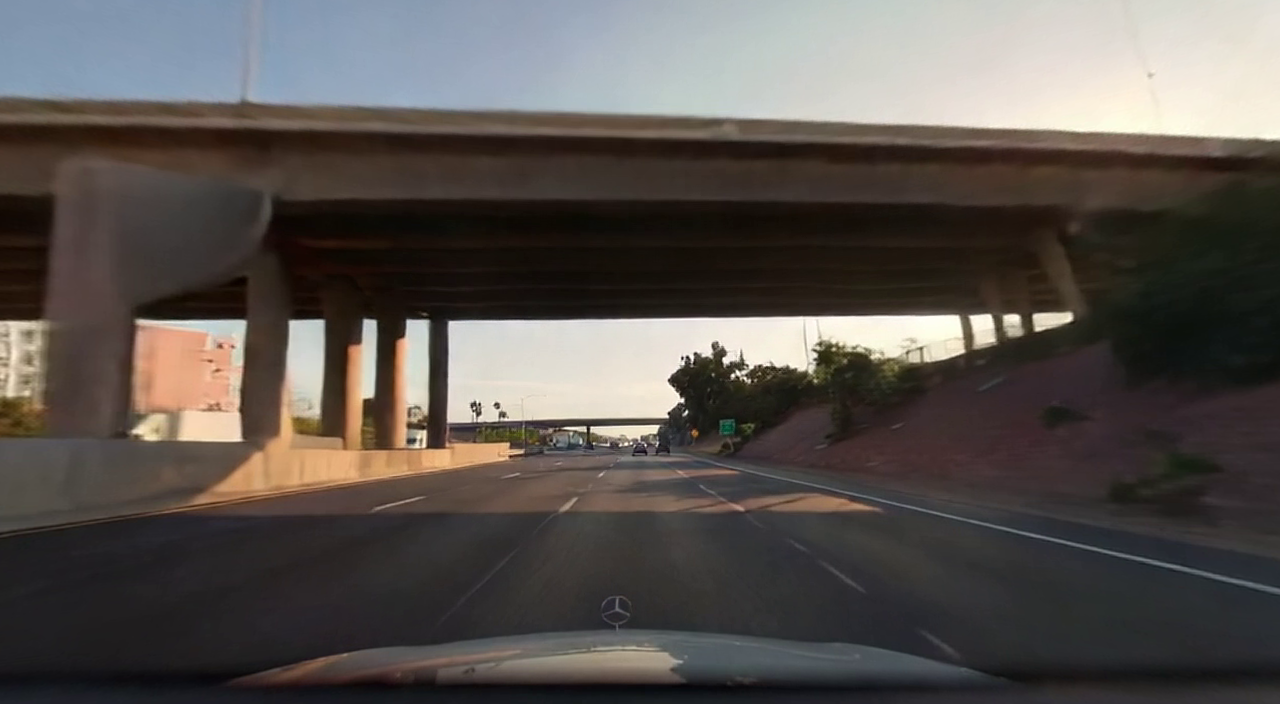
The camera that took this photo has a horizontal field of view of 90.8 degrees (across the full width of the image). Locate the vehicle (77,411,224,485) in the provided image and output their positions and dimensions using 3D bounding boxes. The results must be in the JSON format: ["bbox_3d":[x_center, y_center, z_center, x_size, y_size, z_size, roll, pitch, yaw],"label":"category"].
[{"bbox_3d":[-32.530,6.436,42.636,3.007,4.466,8.393,0,-8,0],"label":"vehicle"}]

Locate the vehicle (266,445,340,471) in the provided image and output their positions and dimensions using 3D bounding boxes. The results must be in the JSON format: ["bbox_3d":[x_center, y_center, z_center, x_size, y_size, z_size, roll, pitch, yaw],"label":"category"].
[{"bbox_3d":[-25.144,7.888,47.401,2.288,1.814,5.849,0,-8,1],"label":"vehicle"}]
